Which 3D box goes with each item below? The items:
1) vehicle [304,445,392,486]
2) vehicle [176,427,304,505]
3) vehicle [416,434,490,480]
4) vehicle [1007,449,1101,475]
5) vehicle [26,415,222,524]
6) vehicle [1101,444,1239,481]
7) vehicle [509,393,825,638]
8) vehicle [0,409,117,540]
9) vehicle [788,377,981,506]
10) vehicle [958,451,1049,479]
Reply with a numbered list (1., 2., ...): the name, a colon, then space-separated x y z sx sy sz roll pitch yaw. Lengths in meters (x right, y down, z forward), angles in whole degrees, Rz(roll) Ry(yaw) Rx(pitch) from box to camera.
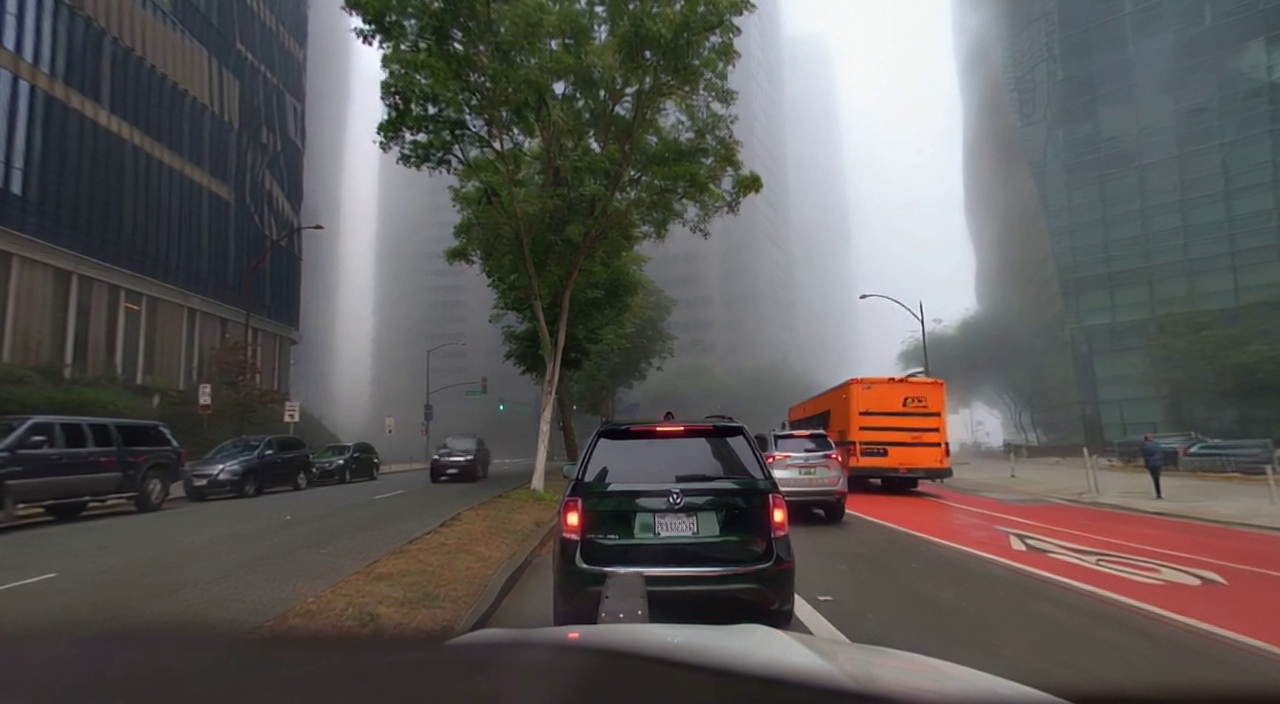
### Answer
1. vehicle: -11.566 4.492 25.390 1.791 1.463 4.210 0 -9 -4
2. vehicle: -11.196 3.183 17.998 1.559 1.973 3.419 1 -9 -5
3. vehicle: -7.934 4.503 27.369 2.198 1.779 4.926 1 -8 -6
4. vehicle: 28.083 7.434 42.956 5.153 1.626 1.895 -6 -10 34
5. vehicle: -10.843 2.460 13.615 1.482 2.019 3.297 0 -9 -4
6. vehicle: 30.837 6.449 37.101 5.890 1.996 2.155 -6 -10 34
7. vehicle: 0.214 1.448 6.555 2.192 1.695 4.142 0 -8 1
8. vehicle: -10.478 1.925 10.004 1.543 1.946 3.454 1 -9 -6
9. vehicle: 6.876 2.735 19.351 3.113 3.116 7.650 0 -8 3
10. vehicle: 23.897 7.408 41.567 4.956 1.706 1.822 -6 -10 33
